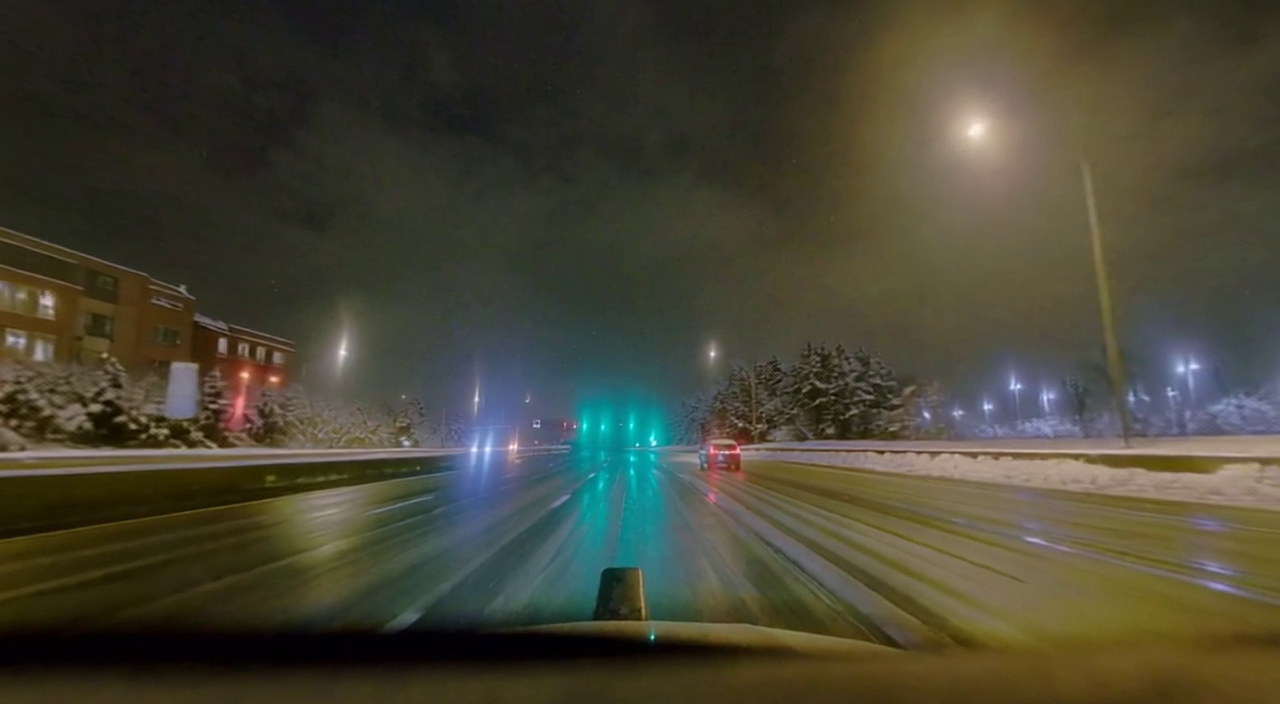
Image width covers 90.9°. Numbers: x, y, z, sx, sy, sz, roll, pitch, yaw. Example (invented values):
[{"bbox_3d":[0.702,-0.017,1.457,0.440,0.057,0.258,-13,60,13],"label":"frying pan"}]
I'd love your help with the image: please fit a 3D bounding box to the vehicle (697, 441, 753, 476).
[{"bbox_3d":[3.814,4.835,28.902,1.926,1.477,4.025,0,-8,-1],"label":"vehicle"}]
